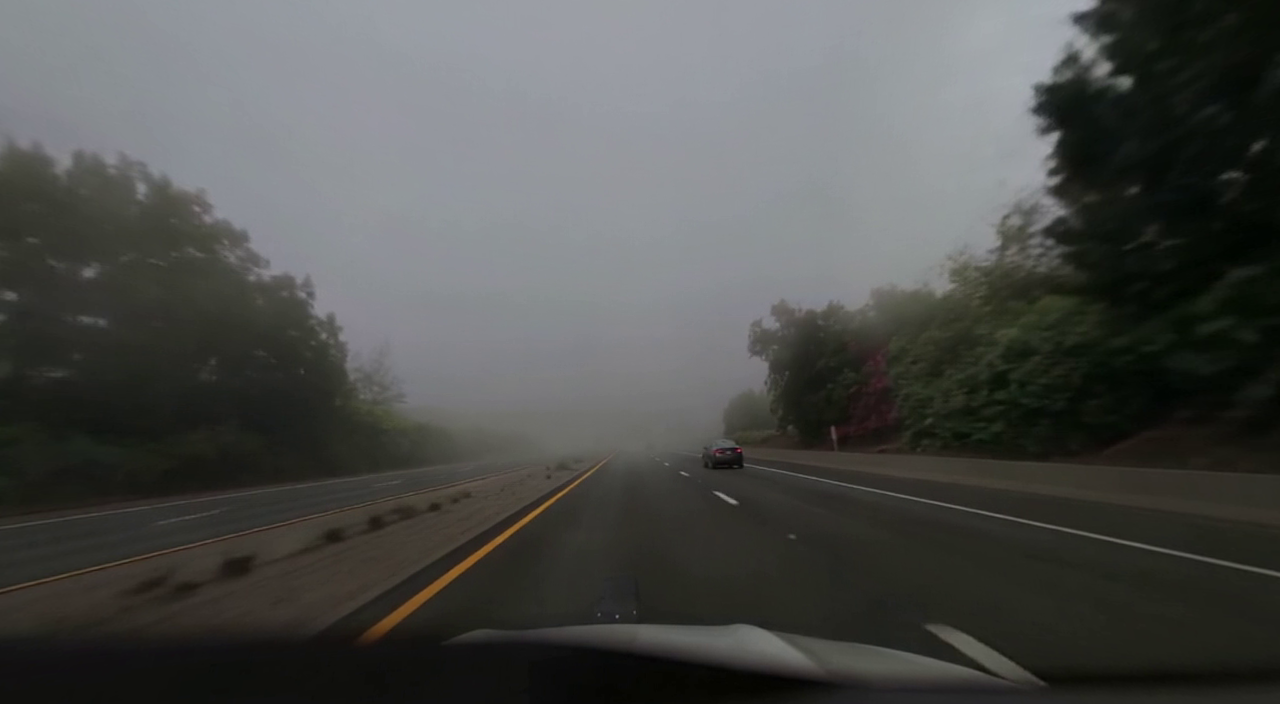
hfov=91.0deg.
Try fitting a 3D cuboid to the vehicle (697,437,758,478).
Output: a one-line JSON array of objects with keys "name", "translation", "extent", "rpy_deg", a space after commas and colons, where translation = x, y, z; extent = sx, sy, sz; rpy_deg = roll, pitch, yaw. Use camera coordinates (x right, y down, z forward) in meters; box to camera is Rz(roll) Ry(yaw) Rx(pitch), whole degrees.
[{"name": "vehicle", "translation": [3.376, 4.118, 24.885], "extent": [1.781, 1.470, 3.540], "rpy_deg": [0, -8, -2]}]
